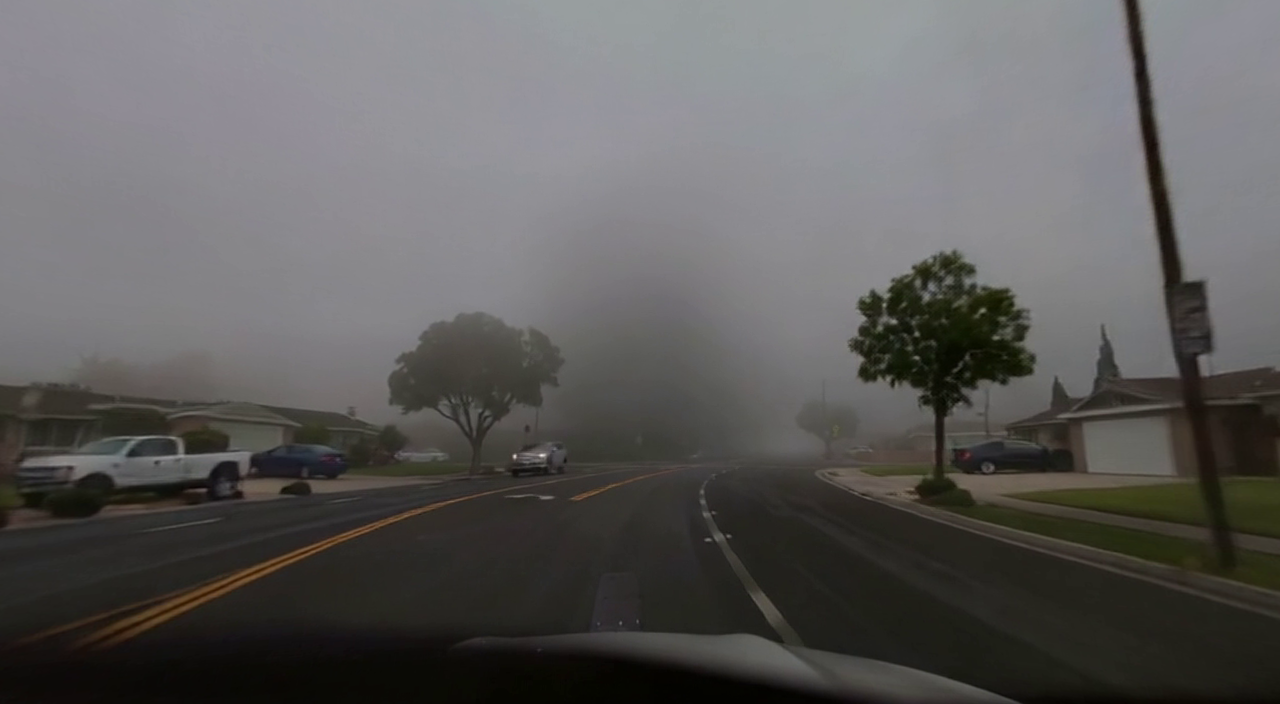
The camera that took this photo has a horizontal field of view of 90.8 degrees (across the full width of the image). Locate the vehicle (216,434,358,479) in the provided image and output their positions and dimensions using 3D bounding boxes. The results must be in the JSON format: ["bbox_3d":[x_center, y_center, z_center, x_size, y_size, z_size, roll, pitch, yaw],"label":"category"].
[{"bbox_3d":[-17.168,5.126,30.788,6.010,1.935,2.255,-4,-10,14],"label":"vehicle"}]

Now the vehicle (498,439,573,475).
[{"bbox_3d":[-5.909,6.060,36.677,2.272,1.920,5.737,-2,-9,12],"label":"vehicle"}]

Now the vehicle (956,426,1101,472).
[{"bbox_3d":[17.531,4.470,28.869,5.073,1.729,2.161,-6,-11,16],"label":"vehicle"}]

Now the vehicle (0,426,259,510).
[{"bbox_3d":[-14.671,3.255,18.388,2.418,1.969,6.615,-1,-9,7],"label":"vehicle"}]
